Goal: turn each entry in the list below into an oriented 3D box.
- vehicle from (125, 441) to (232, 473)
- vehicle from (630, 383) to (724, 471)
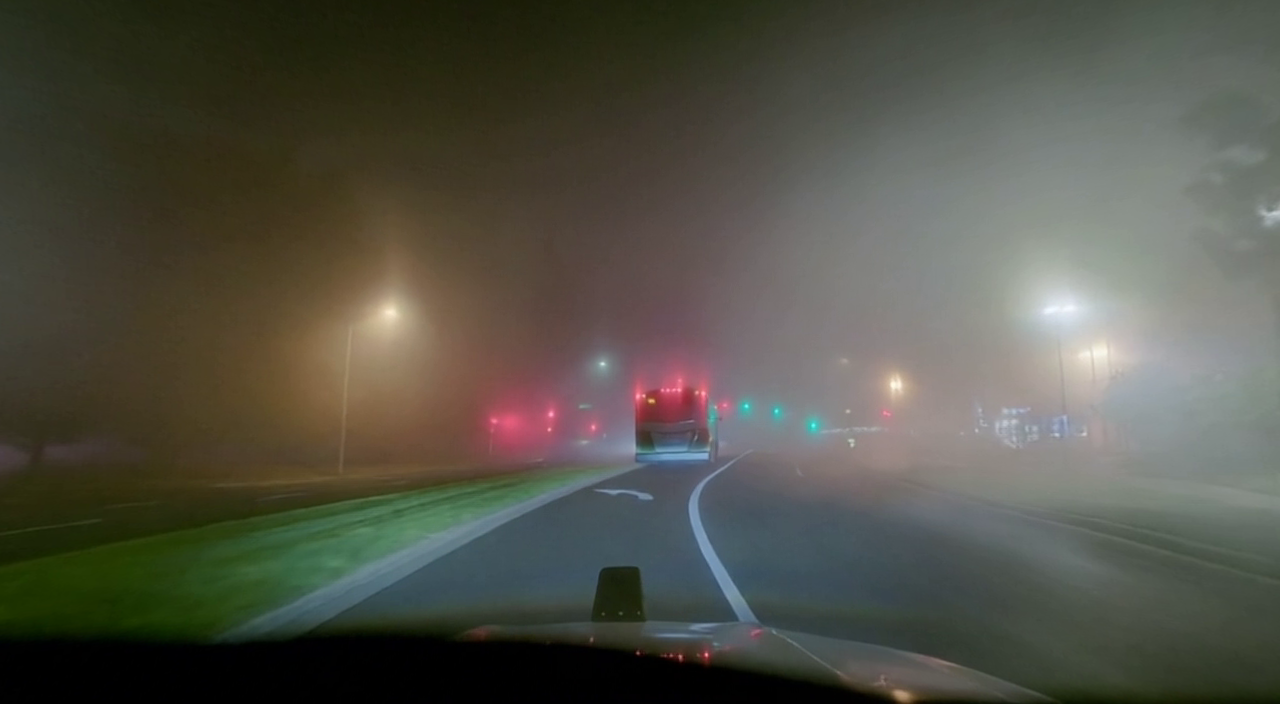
[{"bbox_3d":[-26.066,5.935,35.769,1.798,1.484,4.546,-5,-7,24],"label":"vehicle"},{"bbox_3d":[2.119,3.731,30.078,3.031,3.429,11.005,-2,-9,11],"label":"vehicle"}]
